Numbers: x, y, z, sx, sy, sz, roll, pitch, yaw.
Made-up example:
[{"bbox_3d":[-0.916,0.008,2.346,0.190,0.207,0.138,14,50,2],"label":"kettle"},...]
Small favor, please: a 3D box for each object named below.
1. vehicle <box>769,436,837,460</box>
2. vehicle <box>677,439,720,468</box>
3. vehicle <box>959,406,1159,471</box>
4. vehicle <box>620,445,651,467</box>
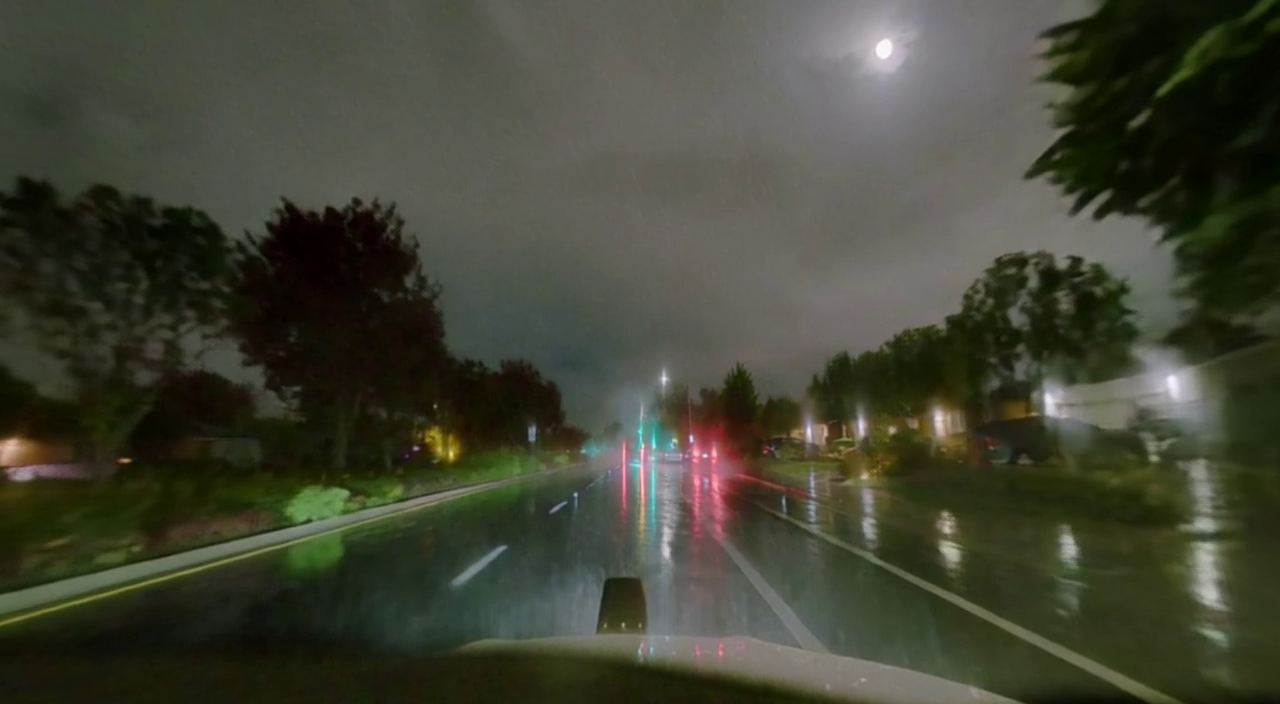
[{"bbox_3d":[12.749,7.527,49.197,4.694,1.622,2.067,-2,-7,0],"label":"vehicle"},{"bbox_3d":[3.824,6.786,42.096,2.203,1.828,5.336,1,-9,-2],"label":"vehicle"},{"bbox_3d":[13.106,2.738,19.938,4.739,1.918,2.071,0,-9,3],"label":"vehicle"},{"bbox_3d":[-0.315,7.323,44.387,2.054,1.456,4.003,0,-8,0],"label":"vehicle"}]
